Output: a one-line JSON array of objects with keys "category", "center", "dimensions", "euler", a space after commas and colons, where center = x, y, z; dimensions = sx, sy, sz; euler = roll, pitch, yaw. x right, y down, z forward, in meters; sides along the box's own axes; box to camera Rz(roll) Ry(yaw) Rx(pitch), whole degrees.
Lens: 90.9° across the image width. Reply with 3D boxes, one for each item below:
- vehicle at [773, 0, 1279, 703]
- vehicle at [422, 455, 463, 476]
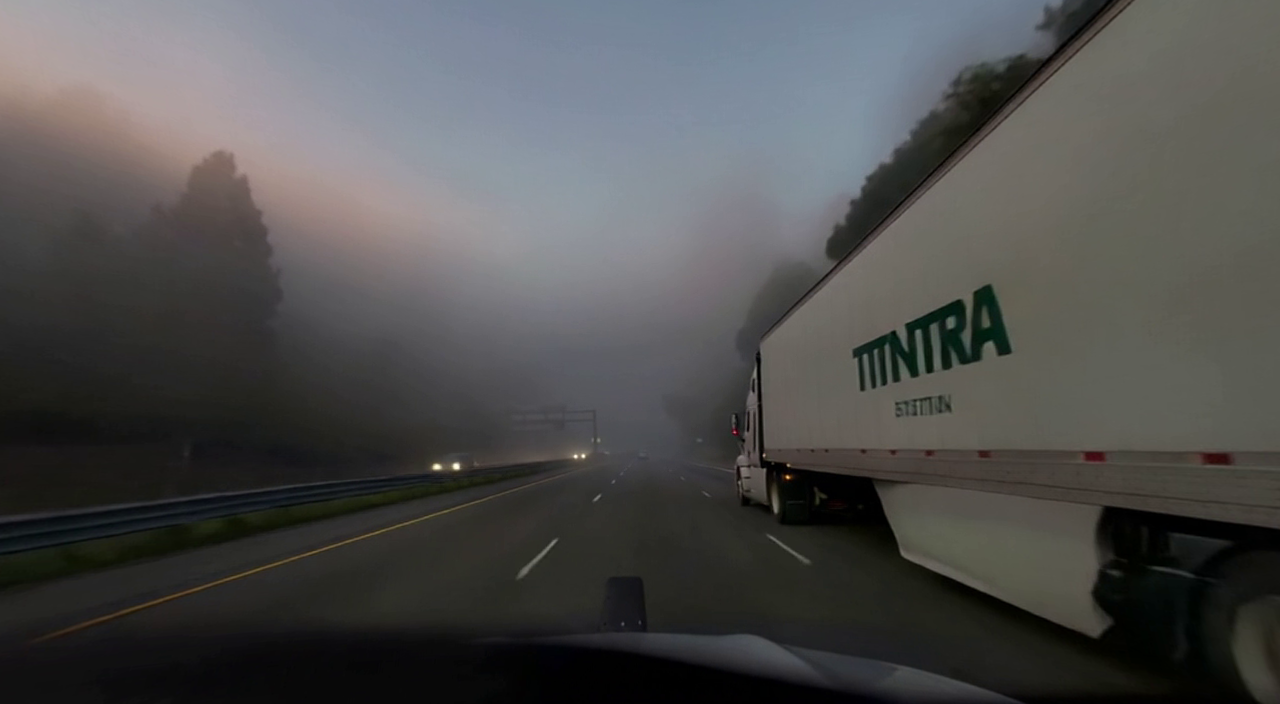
[{"category": "vehicle", "center": [4.062, 0.054, 4.848], "dimensions": [2.947, 4.020, 14.220], "euler": [0, -9, 0]}, {"category": "vehicle", "center": [-14.914, 8.552, 47.739], "dimensions": [1.889, 1.458, 3.634], "euler": [0, -9, 0]}]
